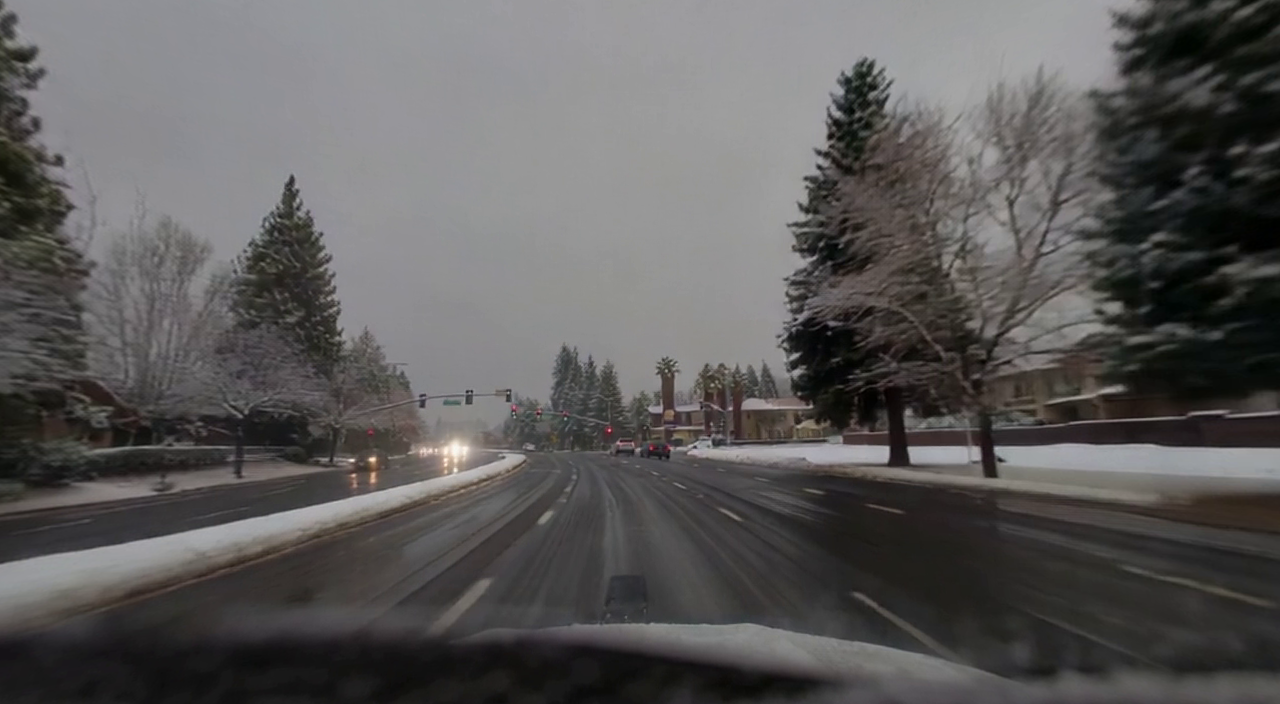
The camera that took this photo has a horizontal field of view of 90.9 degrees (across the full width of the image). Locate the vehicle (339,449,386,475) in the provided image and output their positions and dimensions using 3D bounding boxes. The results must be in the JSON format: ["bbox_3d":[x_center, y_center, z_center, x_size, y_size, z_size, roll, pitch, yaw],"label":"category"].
[{"bbox_3d":[-19.645,7.742,44.753,1.939,1.715,4.310,1,-8,-9],"label":"vehicle"}]
